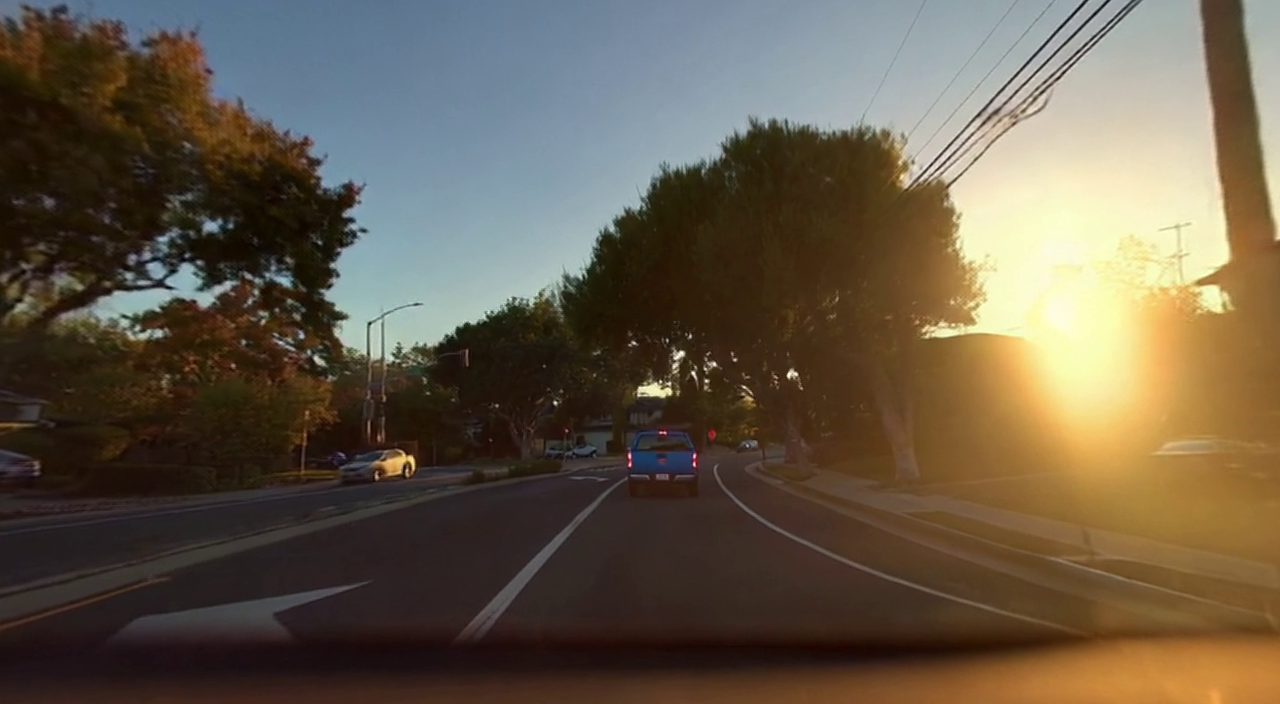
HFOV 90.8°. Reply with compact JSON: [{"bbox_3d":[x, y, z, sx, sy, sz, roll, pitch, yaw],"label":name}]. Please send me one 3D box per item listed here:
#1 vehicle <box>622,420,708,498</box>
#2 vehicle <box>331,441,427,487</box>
[{"bbox_3d":[0.769,3.062,18.311,2.153,1.942,4.767,-1,-9,3],"label":"vehicle"},{"bbox_3d":[-12.108,5.185,29.741,2.053,1.822,4.852,-2,-7,6],"label":"vehicle"}]
